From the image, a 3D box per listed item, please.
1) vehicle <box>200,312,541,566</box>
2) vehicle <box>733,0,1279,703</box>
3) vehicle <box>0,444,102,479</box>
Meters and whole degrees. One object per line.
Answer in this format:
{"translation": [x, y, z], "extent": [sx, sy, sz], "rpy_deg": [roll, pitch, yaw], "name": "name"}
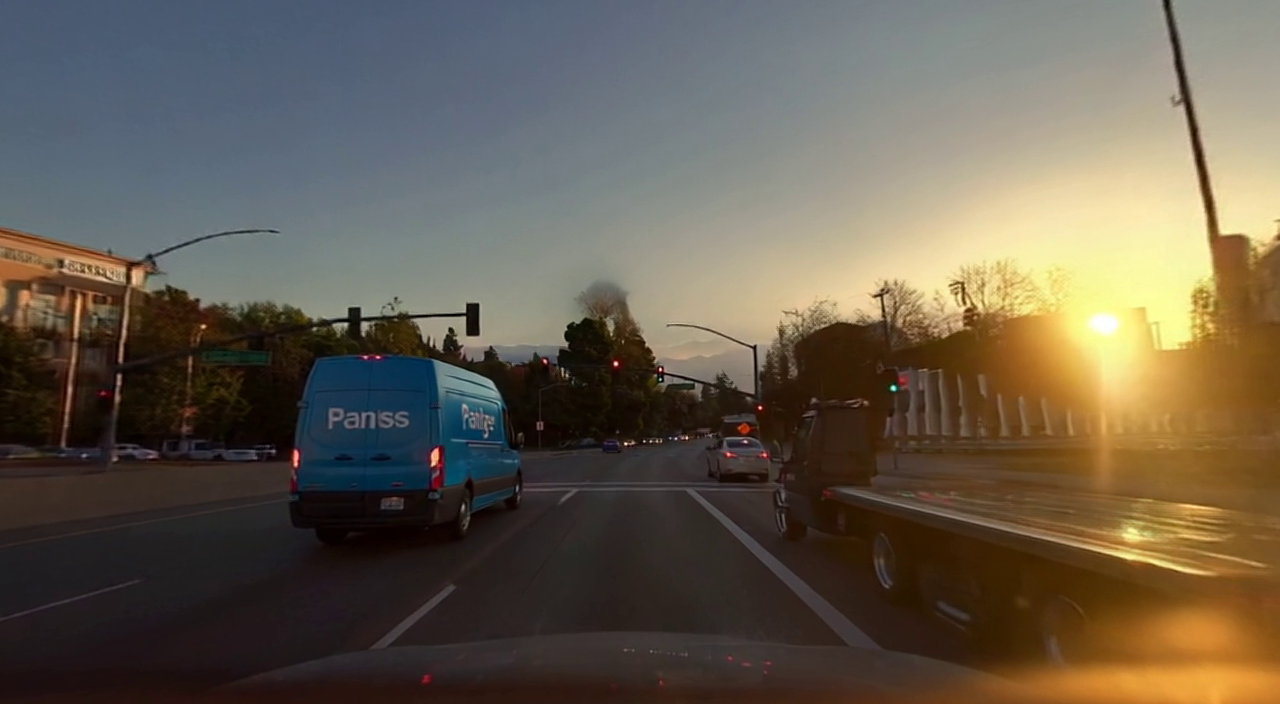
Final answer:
{"translation": [-3.447, 1.415, 10.211], "extent": [2.443, 2.784, 6.493], "rpy_deg": [0, -9, 2], "name": "vehicle"}
{"translation": [3.198, 0.545, 6.695], "extent": [2.861, 3.525, 9.858], "rpy_deg": [0, -9, 0], "name": "vehicle"}
{"translation": [-30.996, 5.579, 32.357], "extent": [4.811, 1.675, 1.875], "rpy_deg": [5, -10, -31], "name": "vehicle"}
